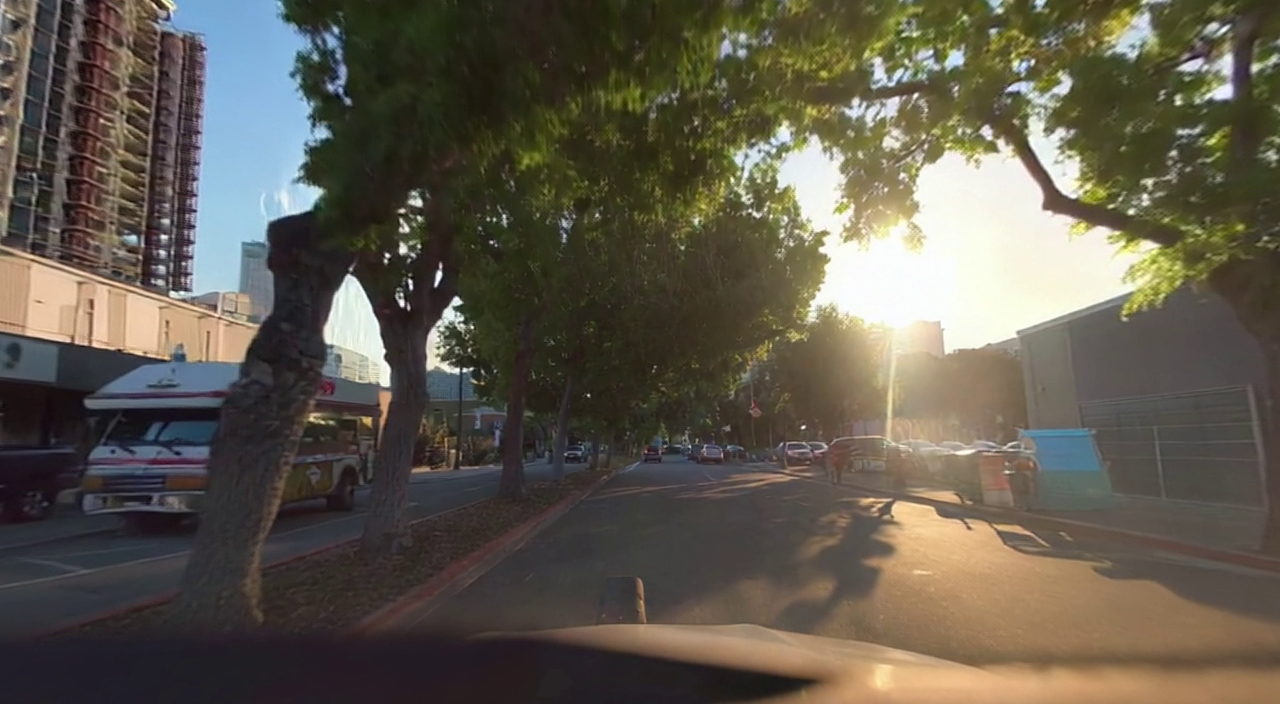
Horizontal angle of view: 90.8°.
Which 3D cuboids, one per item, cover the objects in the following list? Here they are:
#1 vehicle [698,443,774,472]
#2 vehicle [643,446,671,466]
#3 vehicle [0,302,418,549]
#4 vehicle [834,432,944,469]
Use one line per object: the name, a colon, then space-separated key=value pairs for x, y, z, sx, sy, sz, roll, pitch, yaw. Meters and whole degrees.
vehicle: x=6.221 y=6.759 z=40.694 sx=4.626 sy=1.723 sz=1.939 roll=5 pitch=-10 yaw=-31
vehicle: x=1.265 y=7.970 z=48.628 sx=2.046 sy=1.445 sz=4.001 roll=0 pitch=-8 yaw=-1
vehicle: x=-6.925 y=1.456 z=11.780 sx=2.968 sy=3.222 sz=7.036 roll=0 pitch=-9 yaw=0
vehicle: x=14.699 y=5.825 z=37.537 sx=5.540 sy=2.045 sz=2.259 roll=0 pitch=-8 yaw=0
